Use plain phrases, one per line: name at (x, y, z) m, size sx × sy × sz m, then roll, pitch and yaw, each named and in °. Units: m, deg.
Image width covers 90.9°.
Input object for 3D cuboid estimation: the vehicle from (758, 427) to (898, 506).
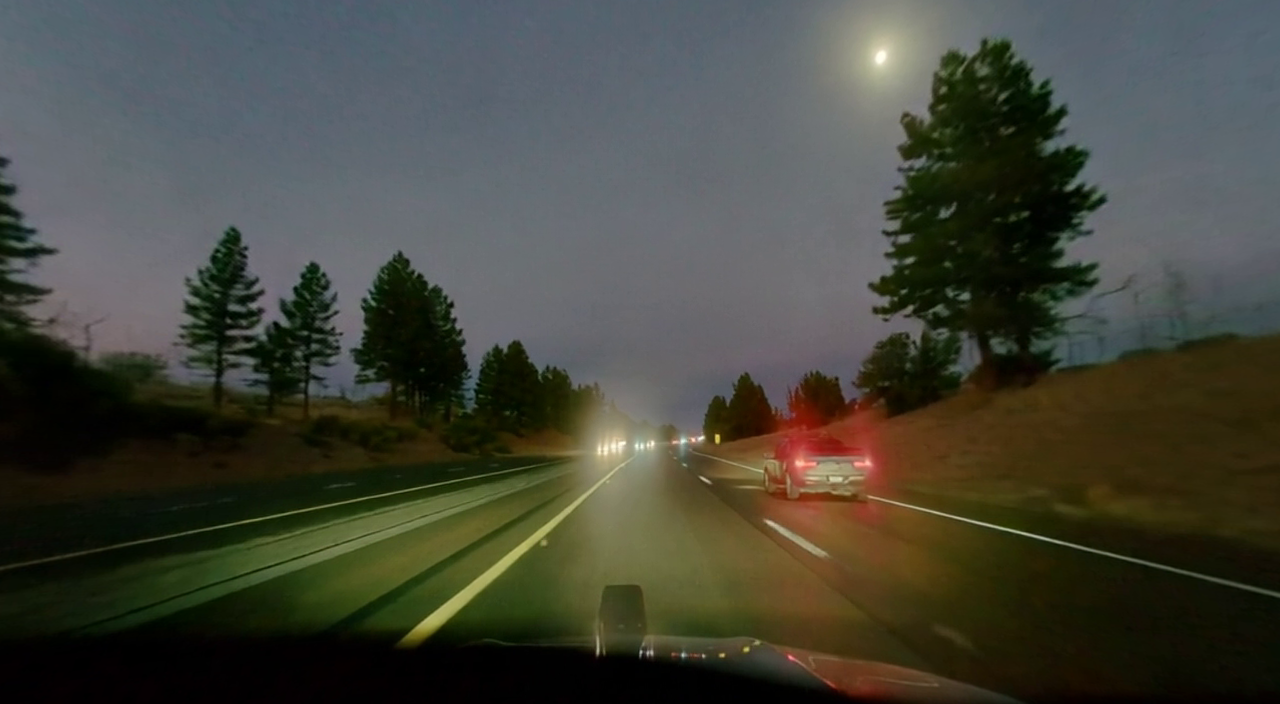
vehicle at (4.569, 2.853, 16.260) m, size 2.098 × 1.703 × 4.862 m, roll 0°, pitch -8°, yaw 0°
